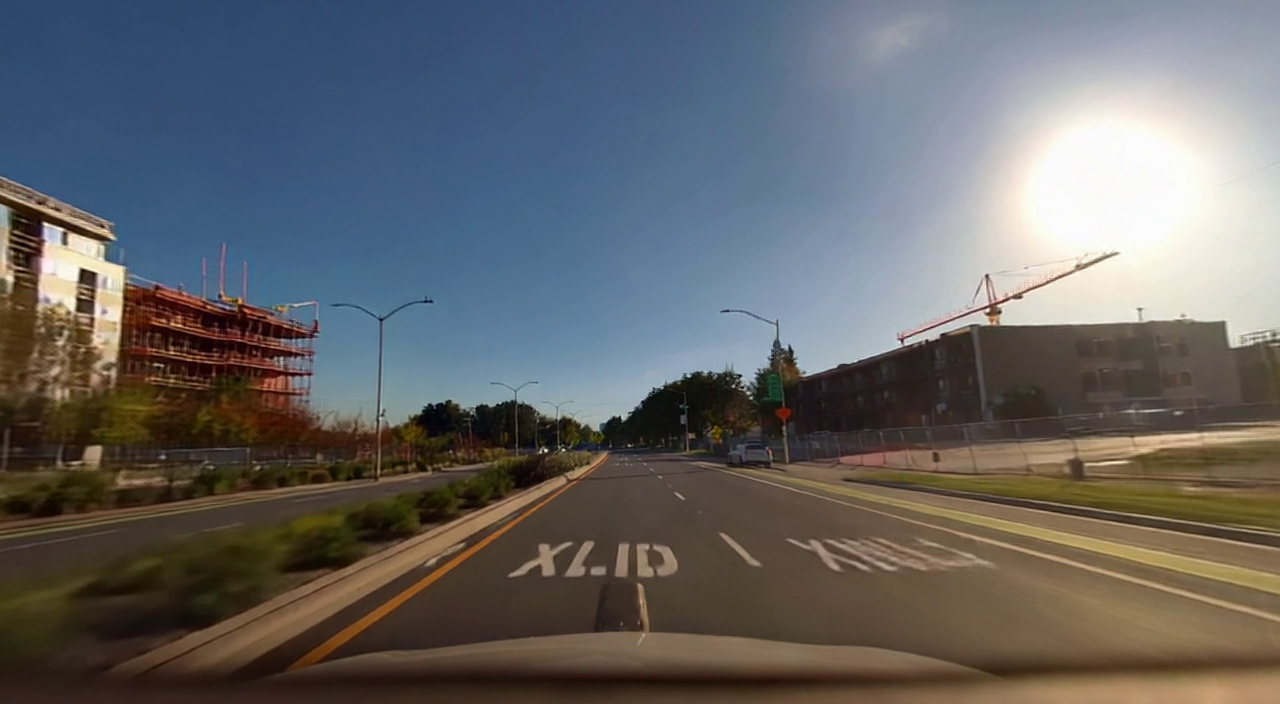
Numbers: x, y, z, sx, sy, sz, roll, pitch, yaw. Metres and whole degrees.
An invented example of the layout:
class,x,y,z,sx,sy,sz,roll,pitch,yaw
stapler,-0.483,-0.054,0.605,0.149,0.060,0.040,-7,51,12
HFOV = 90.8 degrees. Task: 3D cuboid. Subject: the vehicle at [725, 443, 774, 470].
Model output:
class,x,y,z,sx,sy,sz,roll,pitch,yaw
vehicle,6.794,6.545,39.685,1.986,1.498,5.099,2,-9,-2
